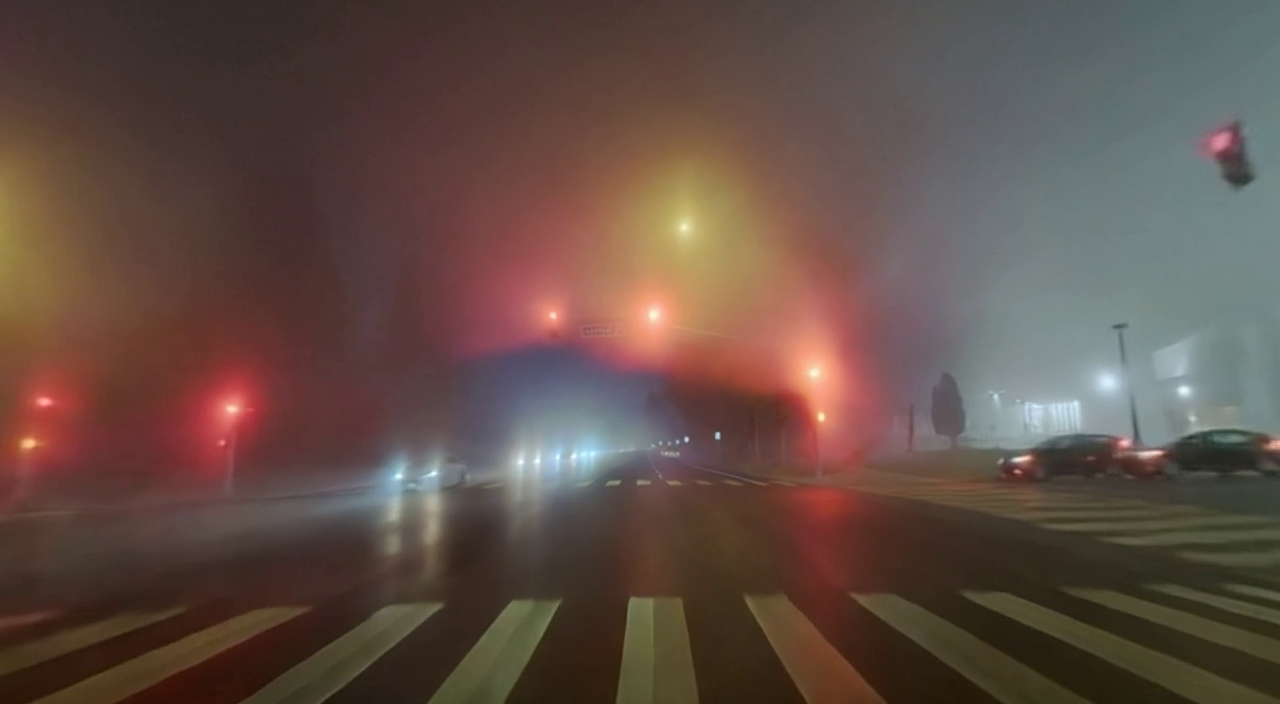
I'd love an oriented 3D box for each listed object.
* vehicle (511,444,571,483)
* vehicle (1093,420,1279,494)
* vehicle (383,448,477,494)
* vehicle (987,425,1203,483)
[{"bbox_3d":[-4.696,5.304,30.384,2.070,1.481,4.266,-5,-7,0],"label":"vehicle"},{"bbox_3d":[14.196,2.509,15.429,4.634,1.449,1.936,-3,-7,0],"label":"vehicle"},{"bbox_3d":[-7.598,4.323,23.287,1.974,1.521,4.197,0,-9,0],"label":"vehicle"},{"bbox_3d":[13.224,2.995,18.592,4.668,1.568,2.111,0,-8,2],"label":"vehicle"}]
